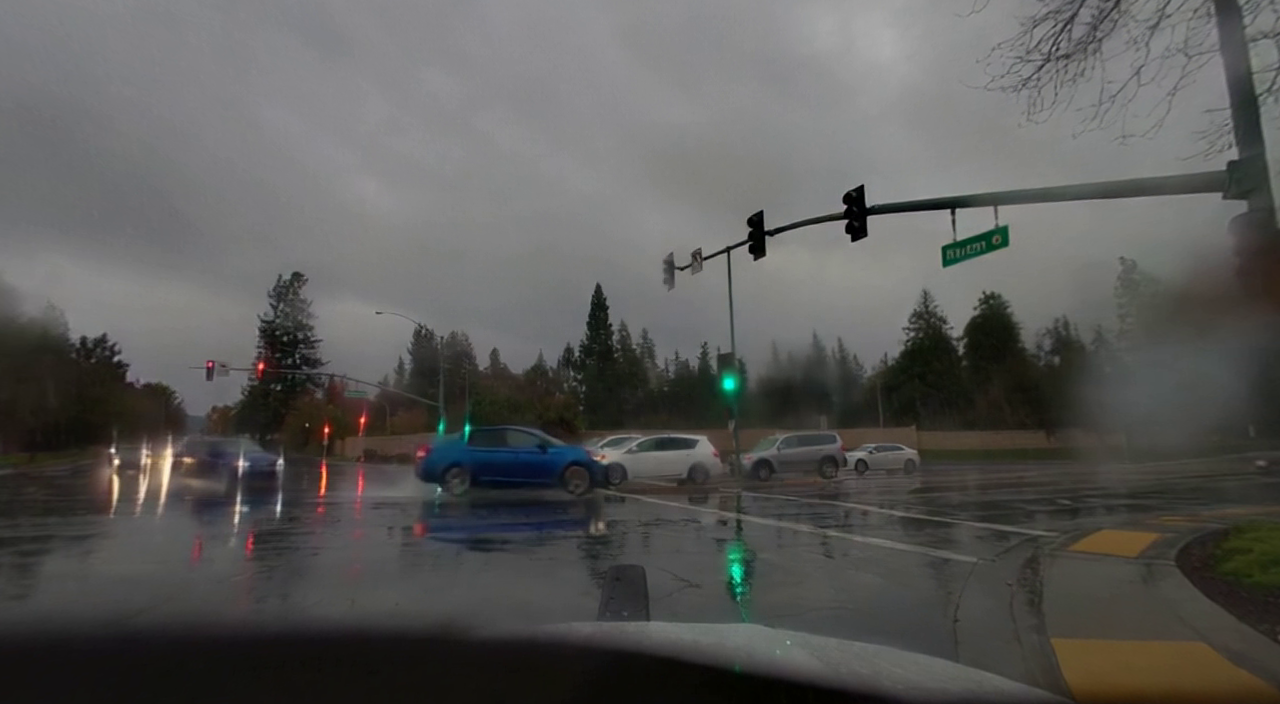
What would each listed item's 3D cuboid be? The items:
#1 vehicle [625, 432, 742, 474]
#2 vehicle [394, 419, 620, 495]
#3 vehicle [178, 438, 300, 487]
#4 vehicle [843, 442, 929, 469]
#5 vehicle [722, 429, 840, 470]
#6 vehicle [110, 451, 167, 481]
[{"bbox_3d":[1.814,4.158,26.156,4.483,1.589,1.852,4,-9,-26],"label":"vehicle"},{"bbox_3d":[-3.398,2.764,16.826,5.332,1.807,2.450,-2,-9,9],"label":"vehicle"},{"bbox_3d":[-13.966,3.767,21.852,4.826,1.484,2.000,-7,-11,38],"label":"vehicle"},{"bbox_3d":[13.832,5.792,35.421,4.457,1.429,1.862,4,-9,-26],"label":"vehicle"},{"bbox_3d":[7.303,5.056,32.538,5.791,1.964,2.199,5,-10,-26],"label":"vehicle"},{"bbox_3d":[-27.331,6.123,34.286,1.953,1.462,4.589,7,-11,-42],"label":"vehicle"}]
